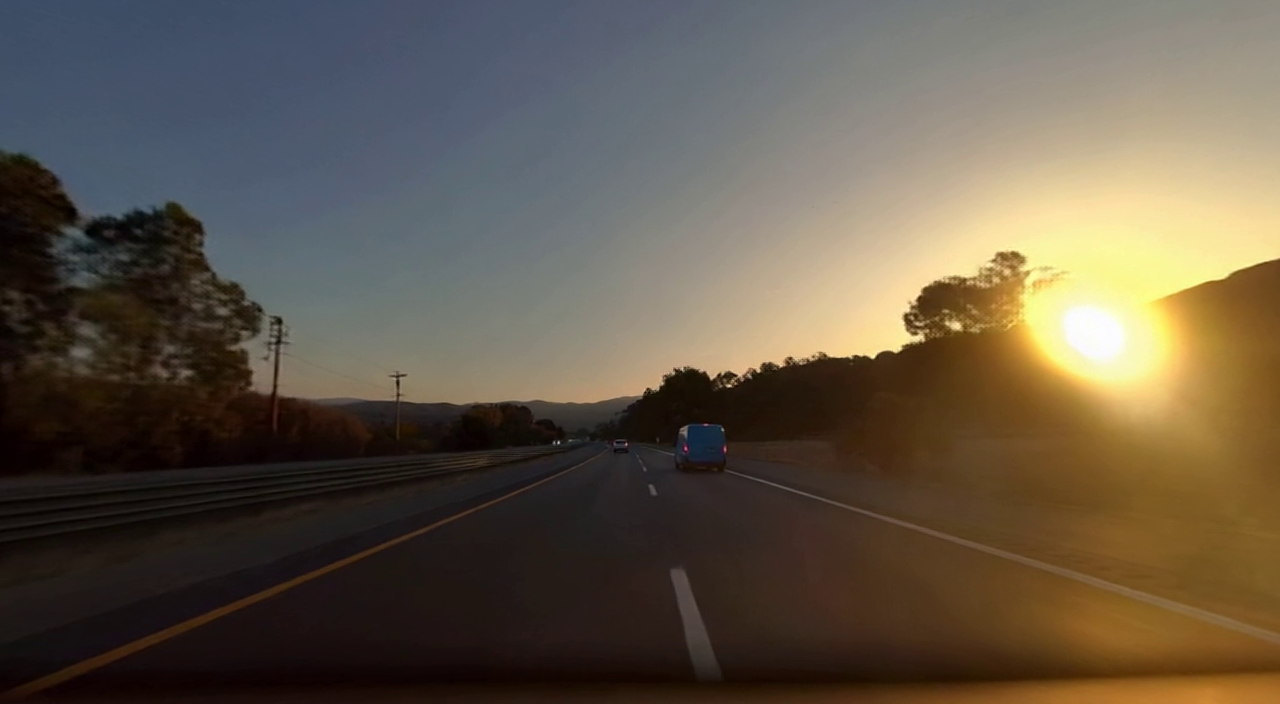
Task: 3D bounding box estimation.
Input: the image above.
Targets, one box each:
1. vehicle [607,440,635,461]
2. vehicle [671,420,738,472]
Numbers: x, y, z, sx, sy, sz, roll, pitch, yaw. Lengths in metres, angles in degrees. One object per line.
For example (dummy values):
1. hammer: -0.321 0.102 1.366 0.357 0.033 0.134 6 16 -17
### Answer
1. vehicle: -1.368 7.190 46.256 2.005 1.466 3.739 0 -8 -1
2. vehicle: 2.693 4.108 27.684 2.269 2.048 4.679 0 -8 -2
